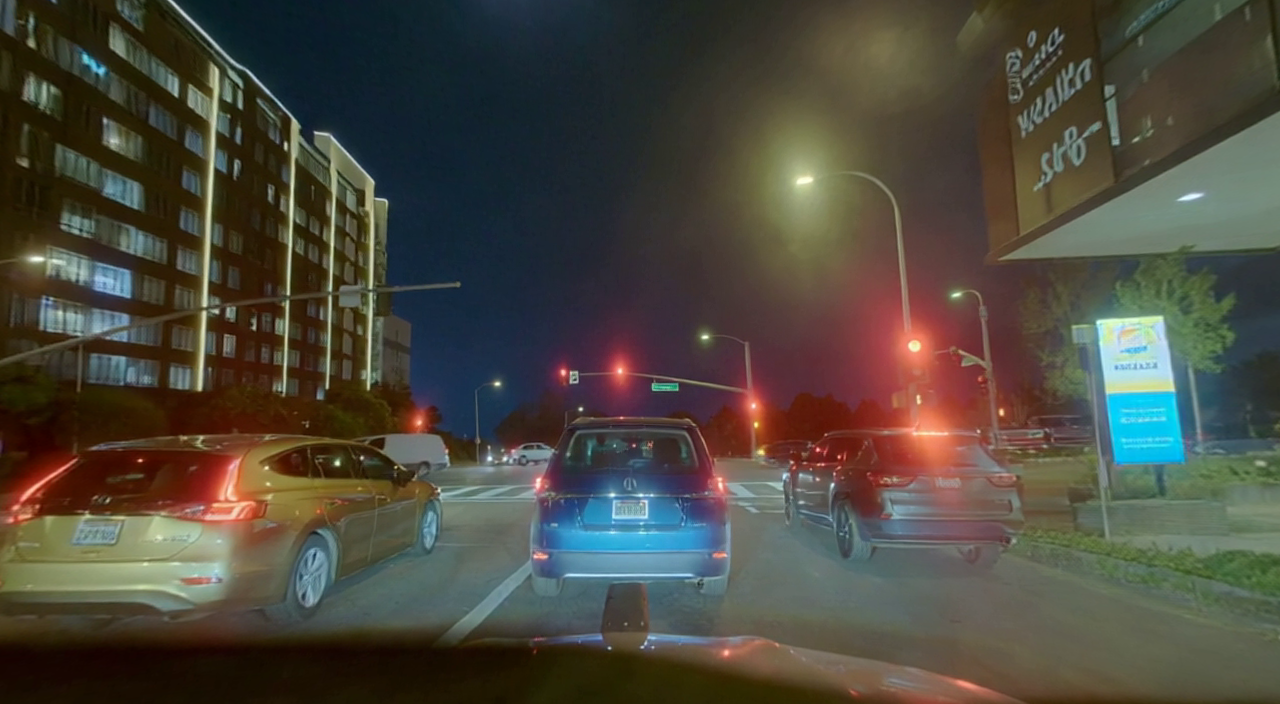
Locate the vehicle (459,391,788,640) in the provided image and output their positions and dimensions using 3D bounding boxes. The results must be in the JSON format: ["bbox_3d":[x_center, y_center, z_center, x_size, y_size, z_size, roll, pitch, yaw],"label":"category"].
[{"bbox_3d":[-0.128,1.408,6.432,2.195,1.662,4.262,0,-8,-1],"label":"vehicle"}]

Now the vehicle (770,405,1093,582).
[{"bbox_3d":[3.211,1.665,8.246,2.004,1.646,4.554,0,-8,-1],"label":"vehicle"}]

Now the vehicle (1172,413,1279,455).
[{"bbox_3d":[29.632,4.098,31.308,4.583,2.019,2.147,1,-9,-7],"label":"vehicle"}]

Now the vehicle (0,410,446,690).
[{"bbox_3d":[-3.547,1.425,5.828,1.906,1.524,4.547,0,-8,2],"label":"vehicle"}]
